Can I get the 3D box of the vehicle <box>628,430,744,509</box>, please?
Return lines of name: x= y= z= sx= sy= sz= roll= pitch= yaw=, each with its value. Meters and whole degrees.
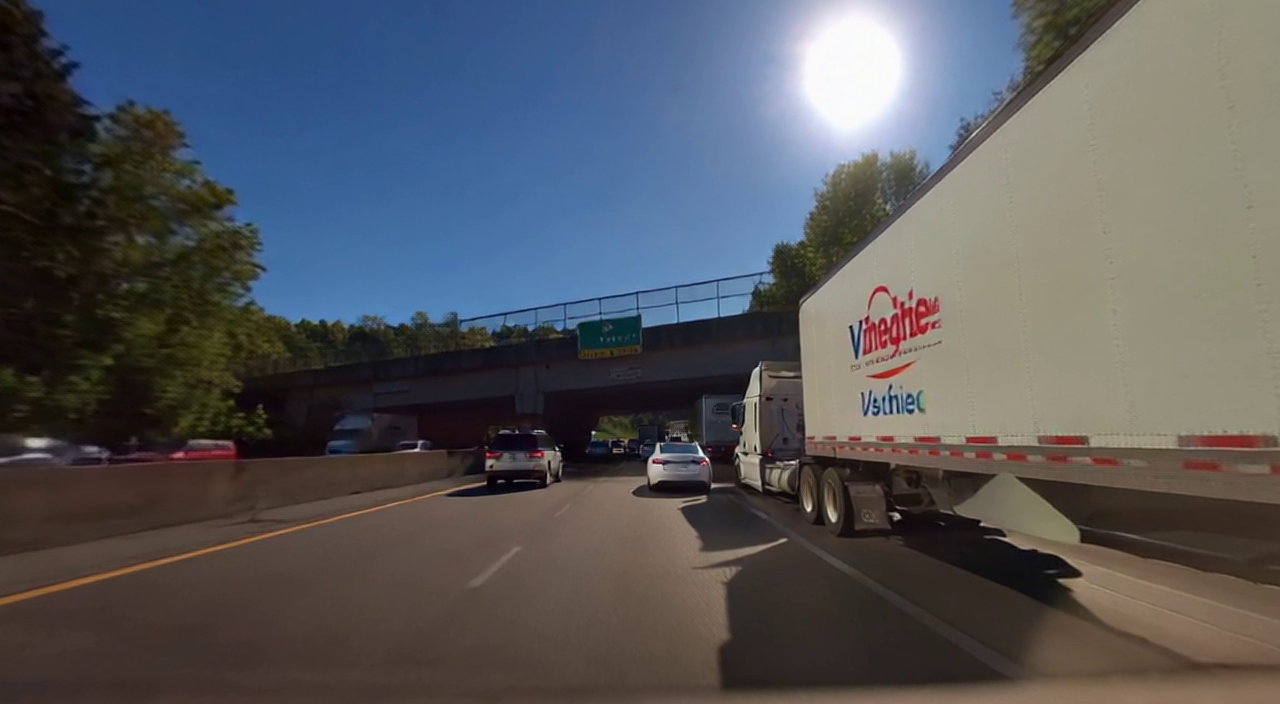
vehicle: x=0.870 y=2.515 z=14.123 sx=2.200 sy=1.495 sz=4.282 roll=0 pitch=-8 yaw=0

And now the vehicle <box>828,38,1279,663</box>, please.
vehicle: x=4.512 y=0.261 z=6.974 sx=2.981 sy=3.988 sz=6.053 roll=0 pitch=-8 yaw=1

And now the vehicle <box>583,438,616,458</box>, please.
vehicle: x=-3.102 y=7.505 z=49.478 sx=2.181 sy=1.538 sz=4.169 roll=0 pitch=-8 yaw=2

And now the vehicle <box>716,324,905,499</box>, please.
vehicle: x=4.824 y=2.308 z=21.920 sx=2.883 sy=4.070 sz=14.423 roll=0 pitch=-8 yaw=1

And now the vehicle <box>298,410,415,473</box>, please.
vehicle: x=-14.443 y=4.638 z=32.859 sx=2.621 sy=2.896 sz=7.092 roll=0 pitch=-8 yaw=2

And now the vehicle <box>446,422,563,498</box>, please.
vehicle: x=-3.380 y=2.783 z=16.736 sx=2.006 sy=1.729 sz=4.447 roll=0 pitch=-8 yaw=2
